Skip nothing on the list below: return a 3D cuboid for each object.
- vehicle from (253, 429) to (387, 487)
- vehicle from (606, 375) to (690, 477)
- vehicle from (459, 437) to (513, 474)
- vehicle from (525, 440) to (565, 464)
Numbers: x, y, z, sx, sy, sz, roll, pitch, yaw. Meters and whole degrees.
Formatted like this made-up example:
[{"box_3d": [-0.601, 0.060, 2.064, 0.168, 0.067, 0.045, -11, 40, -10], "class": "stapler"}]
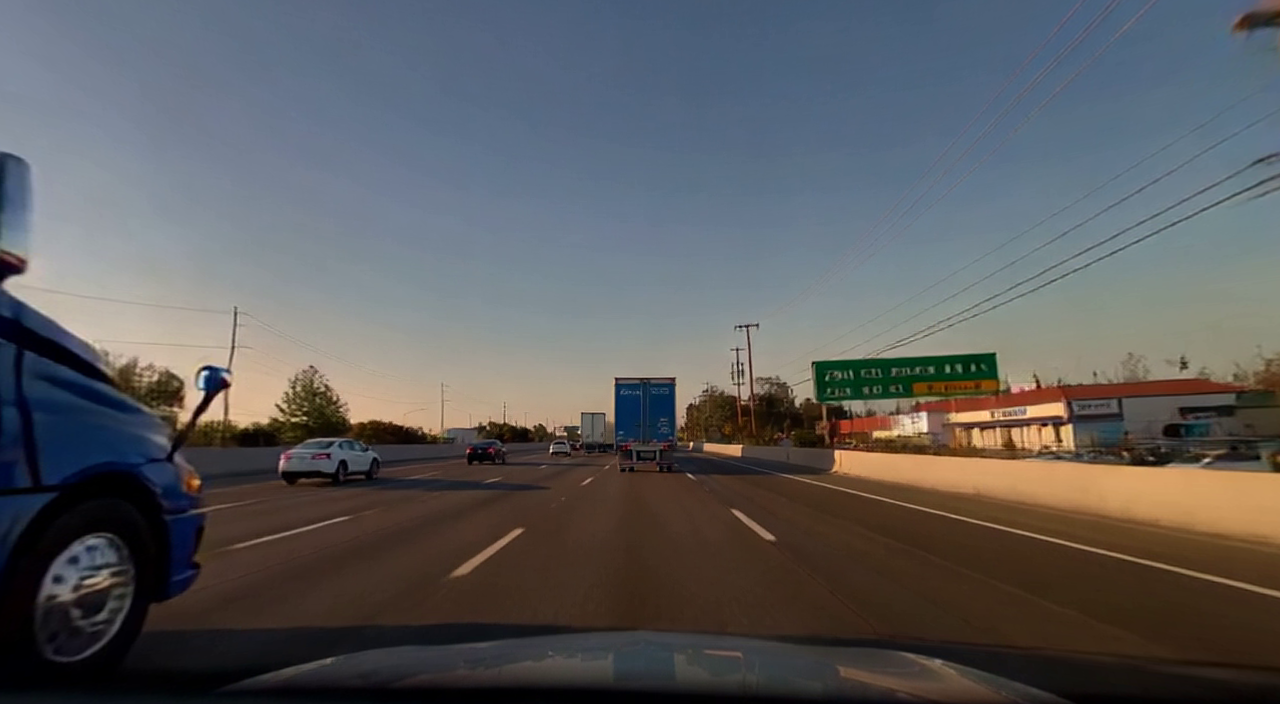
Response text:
[{"box_3d": [-10.890, 3.643, 21.945, 2.046, 1.779, 4.752, 0, -9, 1], "class": "vehicle"}, {"box_3d": [0.222, 3.335, 27.215, 2.941, 3.604, 9.851, 0, -9, -1], "class": "vehicle"}, {"box_3d": [-6.970, 4.694, 28.768, 1.736, 1.580, 2.778, 0, -9, 0], "class": "vehicle"}, {"box_3d": [-5.914, 6.284, 39.737, 1.933, 1.459, 4.478, 0, -9, -1], "class": "vehicle"}]
